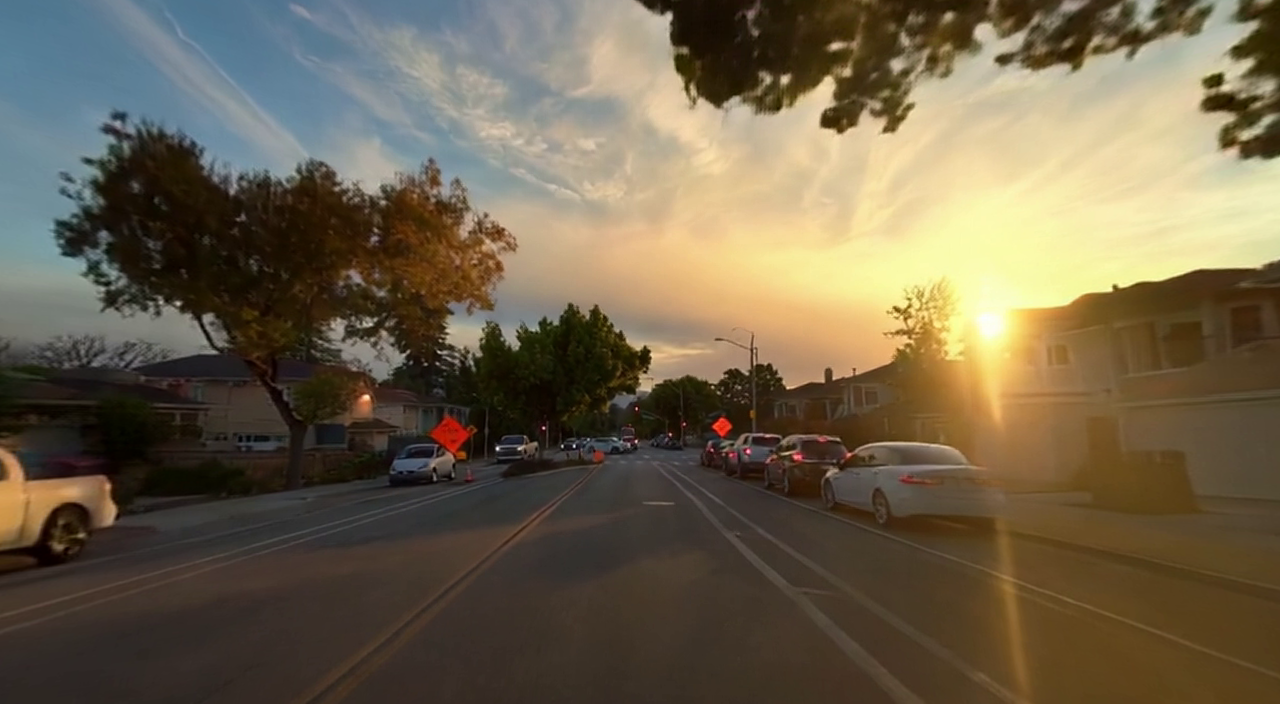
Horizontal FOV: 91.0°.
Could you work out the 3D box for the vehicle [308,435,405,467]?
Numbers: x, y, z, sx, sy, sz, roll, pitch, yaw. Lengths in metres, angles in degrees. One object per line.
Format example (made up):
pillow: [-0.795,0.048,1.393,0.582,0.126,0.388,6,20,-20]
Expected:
vehicle: [-16.792,5.912,37.467,4.779,1.823,1.964,0,-9,0]

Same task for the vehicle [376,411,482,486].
vehicle: [-8.086,3.773,24.703,2.526,2.631,4.228,0,-9,2]

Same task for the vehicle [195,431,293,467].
vehicle: [-23.724,5.811,37.825,4.491,2.031,2.045,-1,-8,0]

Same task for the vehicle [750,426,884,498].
vehicle: [4.667,2.995,17.484,2.225,1.715,4.755,0,-9,-1]

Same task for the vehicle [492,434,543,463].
vehicle: [-8.985,7.178,46.829,2.659,2.047,6.014,0,-9,-1]

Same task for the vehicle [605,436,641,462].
vehicle: [-0.994,6.069,39.373,2.151,1.481,4.084,0,-9,0]

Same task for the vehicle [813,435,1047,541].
vehicle: [4.663,2.231,11.043,1.912,1.463,4.477,0,-9,-1]

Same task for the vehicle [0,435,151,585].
vehicle: [-8.168,1.750,6.880,1.950,1.672,4.664,0,-9,-2]
